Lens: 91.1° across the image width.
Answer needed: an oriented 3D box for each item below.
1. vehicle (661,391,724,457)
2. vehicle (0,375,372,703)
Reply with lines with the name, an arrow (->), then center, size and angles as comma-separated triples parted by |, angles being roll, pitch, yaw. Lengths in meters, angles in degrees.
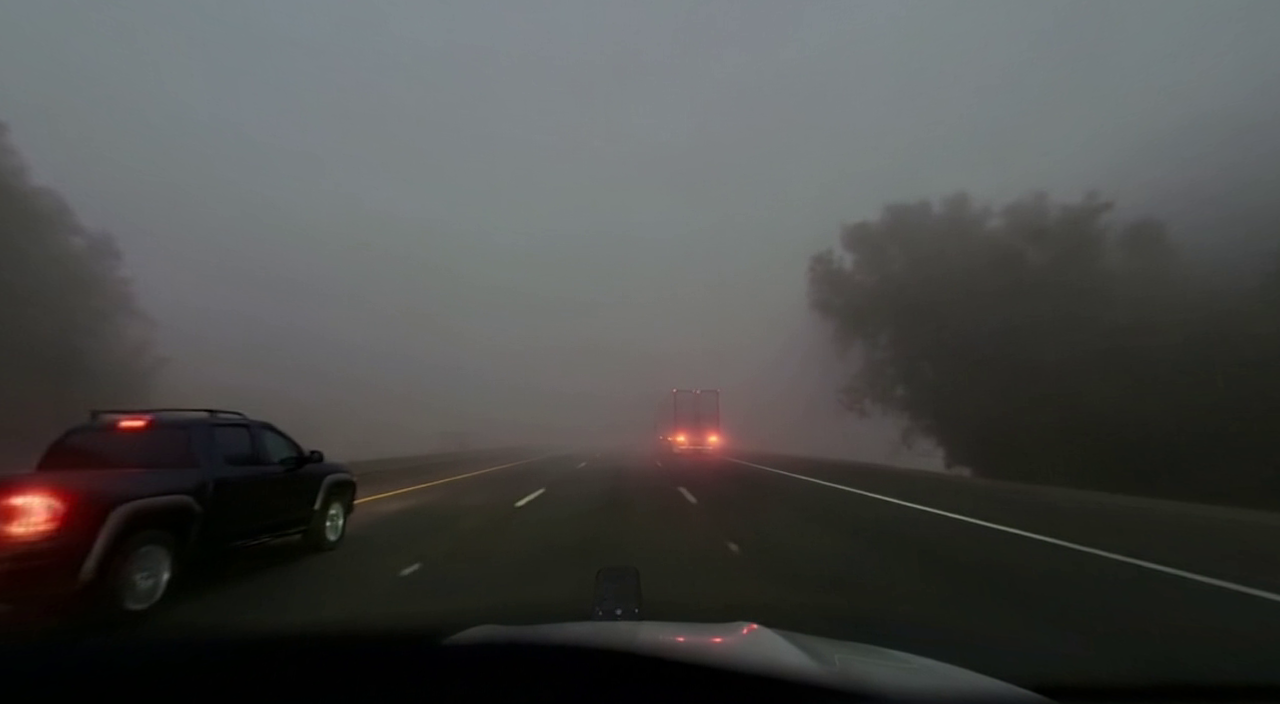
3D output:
vehicle -> 3.607, 5.777, 48.688 | 3.144, 4.168, 17.594 | 0, -8, -1
vehicle -> -4.088, 1.187, 5.057 | 2.044, 1.604, 4.144 | 0, -8, 0
